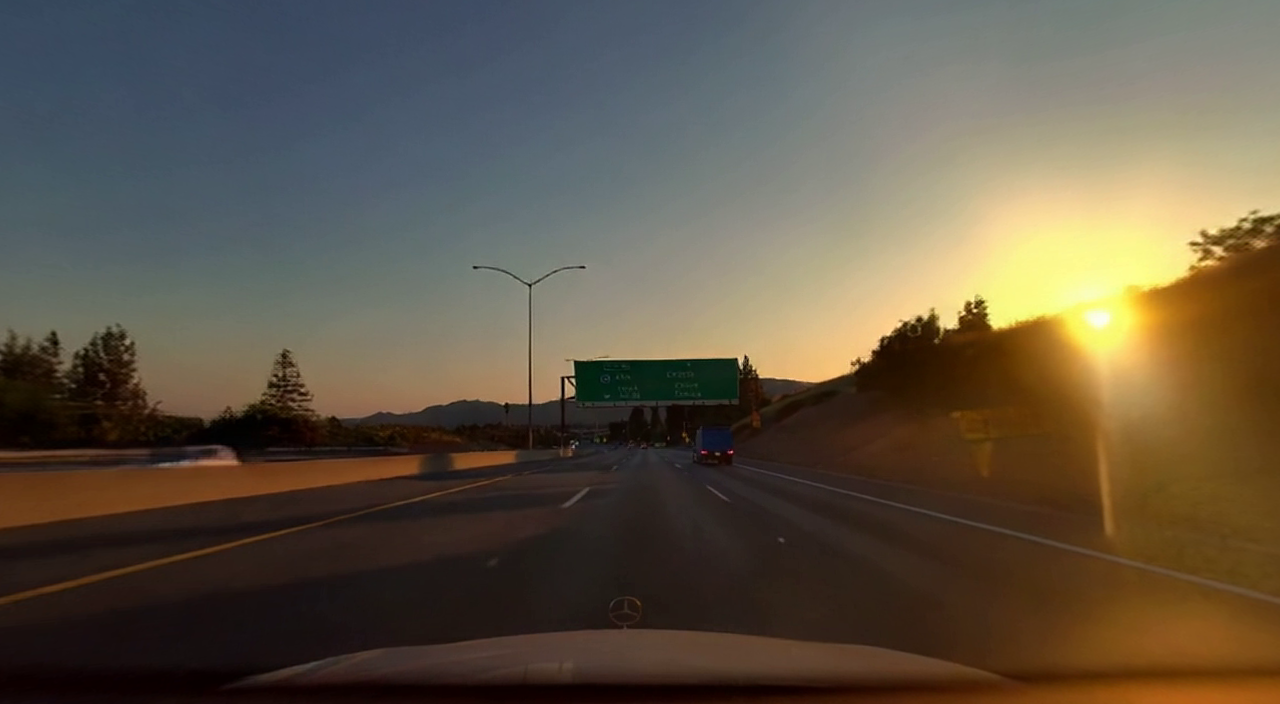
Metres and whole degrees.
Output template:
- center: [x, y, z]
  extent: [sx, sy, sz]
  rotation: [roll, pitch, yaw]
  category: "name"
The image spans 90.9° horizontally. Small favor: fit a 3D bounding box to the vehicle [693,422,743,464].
- center: [5.005, 6.001, 41.530]
  extent: [2.430, 2.495, 6.062]
  rotation: [0, -9, 0]
  category: "vehicle"
